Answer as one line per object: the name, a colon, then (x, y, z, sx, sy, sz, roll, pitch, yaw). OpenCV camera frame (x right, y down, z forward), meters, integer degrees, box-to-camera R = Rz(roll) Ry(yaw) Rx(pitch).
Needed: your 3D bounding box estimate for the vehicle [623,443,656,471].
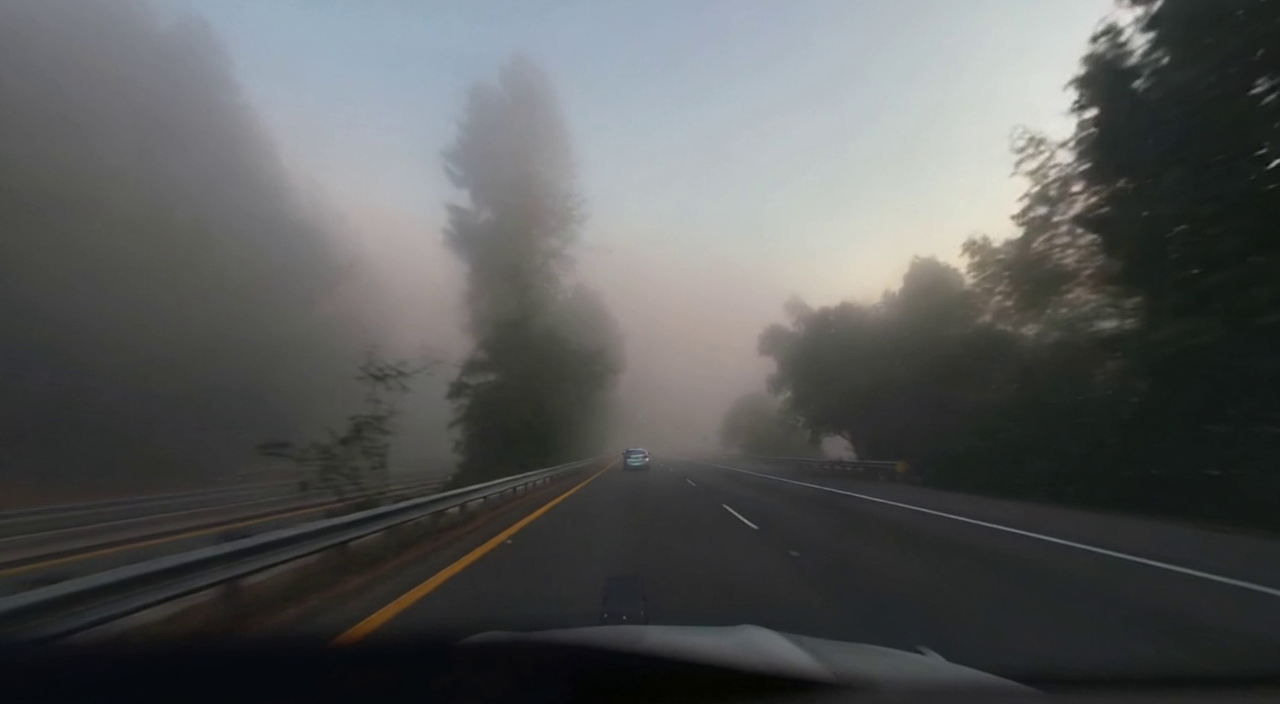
vehicle: (-0.059, 6.655, 40.007, 1.987, 1.658, 3.620, 0, -9, -1)
